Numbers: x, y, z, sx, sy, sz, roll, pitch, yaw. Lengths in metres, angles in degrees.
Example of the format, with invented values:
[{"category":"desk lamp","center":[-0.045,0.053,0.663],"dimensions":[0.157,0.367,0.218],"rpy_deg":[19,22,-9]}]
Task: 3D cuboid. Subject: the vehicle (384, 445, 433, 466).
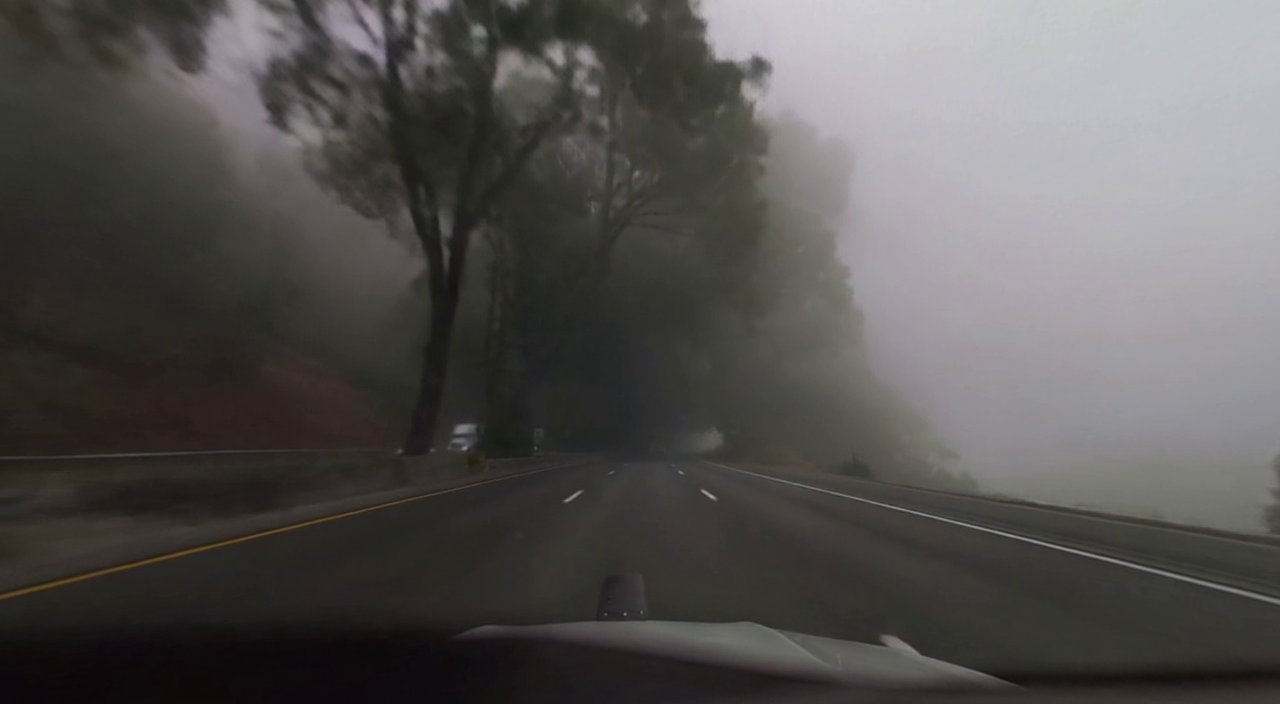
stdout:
[{"category":"vehicle","center":[-17.491,7.850,47.801],"dimensions":[1.887,1.510,4.466],"rpy_deg":[-1,-9,2]}]
